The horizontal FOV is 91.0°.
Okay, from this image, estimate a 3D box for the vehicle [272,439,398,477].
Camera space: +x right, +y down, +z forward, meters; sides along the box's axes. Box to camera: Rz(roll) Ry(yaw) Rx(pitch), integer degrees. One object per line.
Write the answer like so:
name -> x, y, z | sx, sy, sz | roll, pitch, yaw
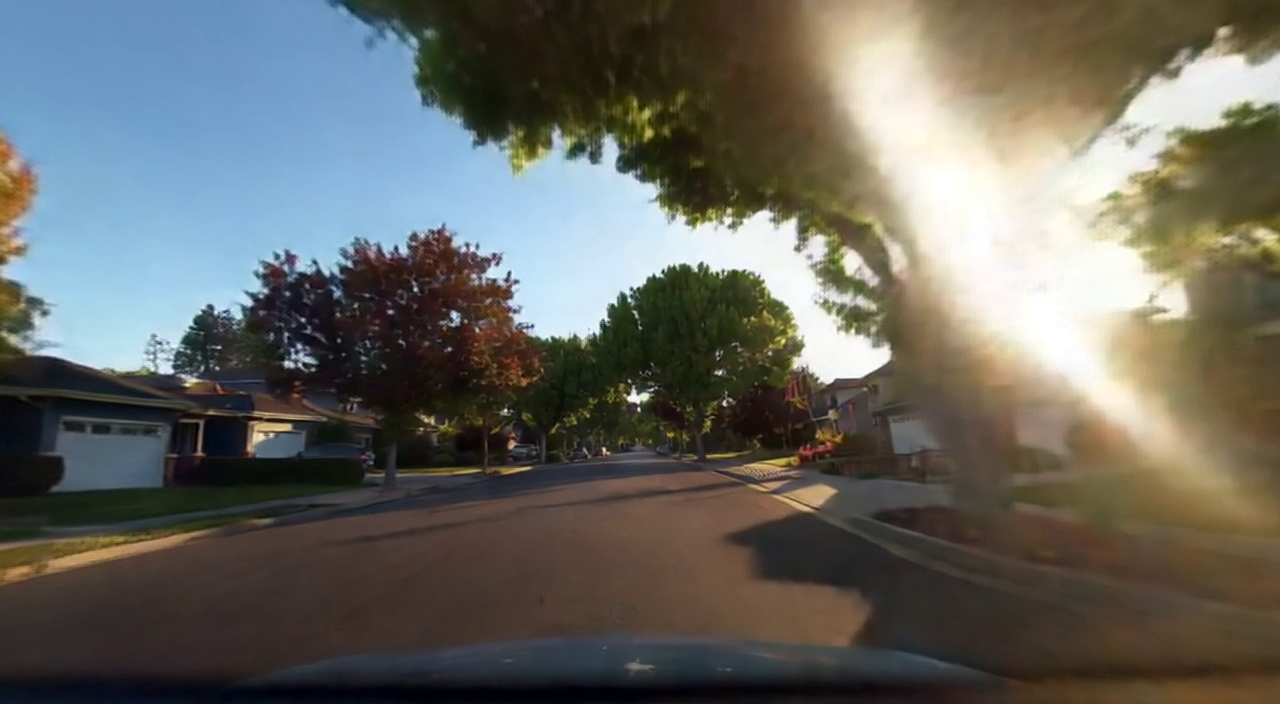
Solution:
vehicle -> -14.092, 4.898, 29.259 | 4.850, 1.676, 1.920 | -1, -9, 3
